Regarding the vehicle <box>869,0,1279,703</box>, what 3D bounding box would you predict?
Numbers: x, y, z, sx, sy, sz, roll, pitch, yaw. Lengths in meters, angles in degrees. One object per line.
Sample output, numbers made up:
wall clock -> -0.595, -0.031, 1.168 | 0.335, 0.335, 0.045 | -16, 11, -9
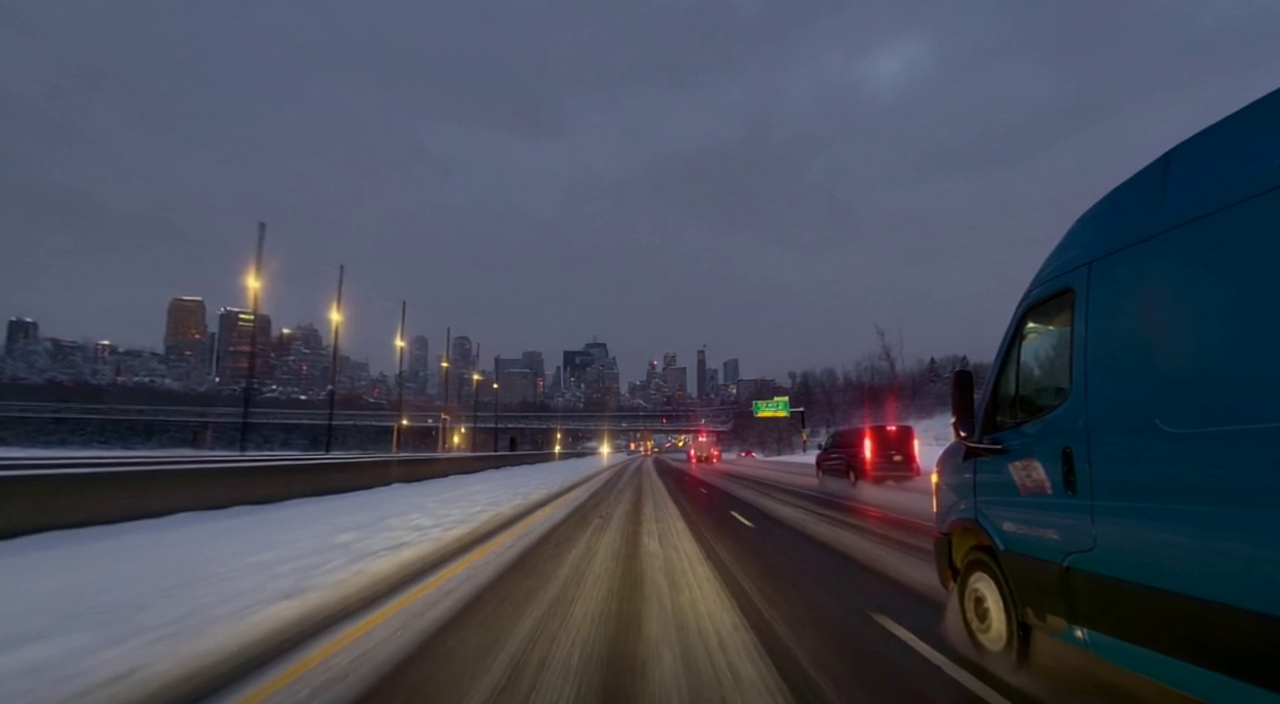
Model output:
vehicle -> 3.170, 0.236, 1.764 | 2.436, 2.745, 7.034 | 0, -8, 0

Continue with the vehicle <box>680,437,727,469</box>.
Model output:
vehicle -> 4.039, 6.562, 41.252 | 2.464, 1.961, 5.520 | 0, -8, -1
